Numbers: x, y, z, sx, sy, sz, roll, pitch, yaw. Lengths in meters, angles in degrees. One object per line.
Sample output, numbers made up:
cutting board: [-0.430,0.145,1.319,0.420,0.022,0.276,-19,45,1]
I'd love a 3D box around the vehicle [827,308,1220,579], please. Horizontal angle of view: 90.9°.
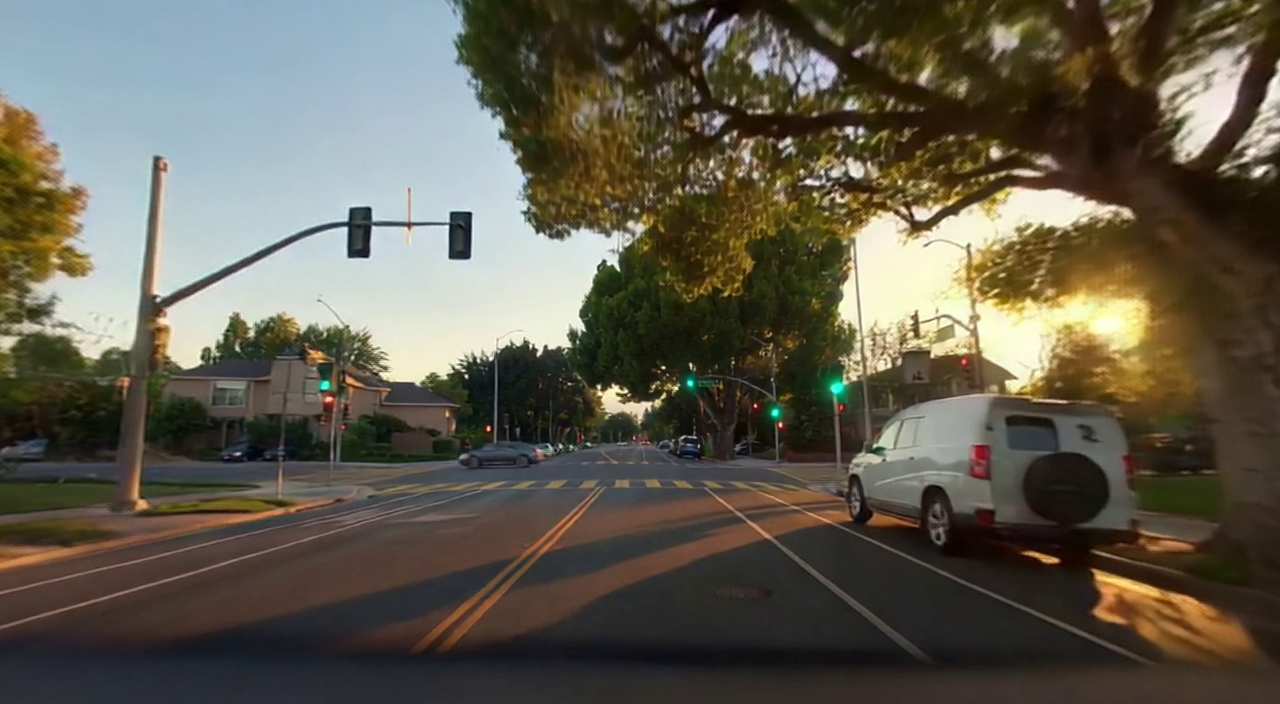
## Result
vehicle: [4.693,1.277,9.036,2.398,2.806,4.857,0,-8,-1]

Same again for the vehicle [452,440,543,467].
vehicle: [-7.918,5.663,35.288,4.606,1.452,1.917,0,-9,2]
